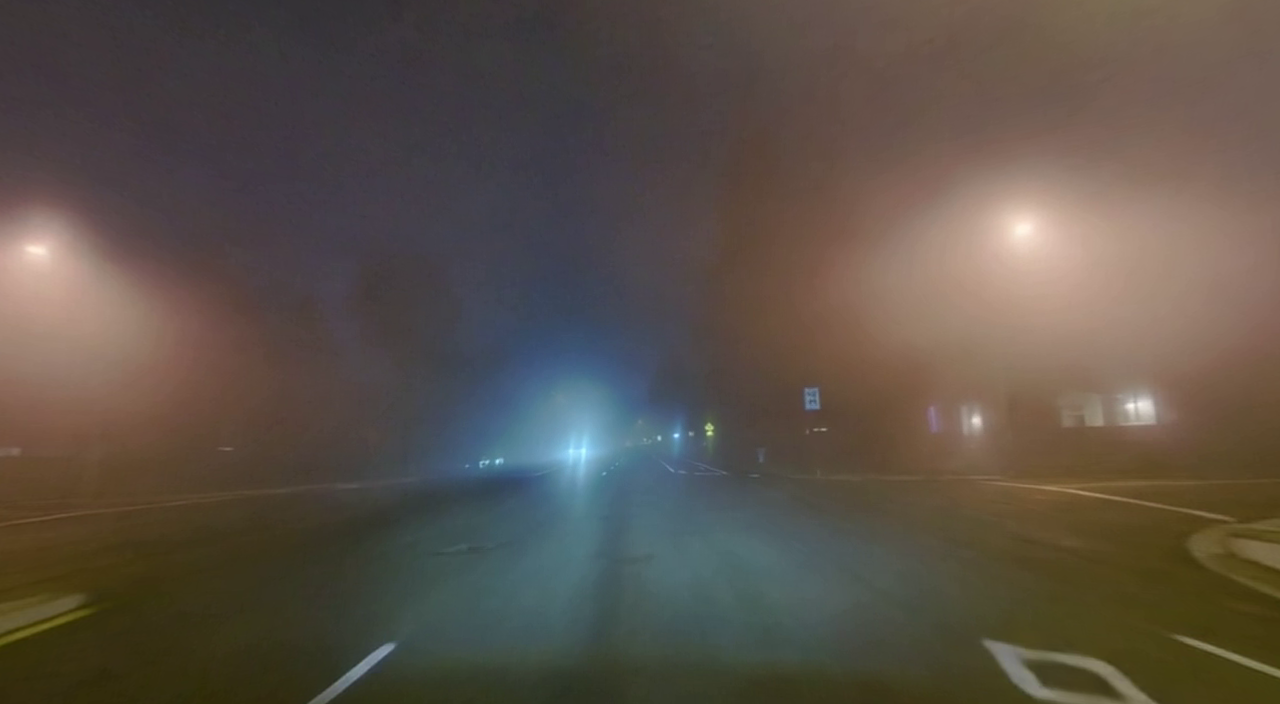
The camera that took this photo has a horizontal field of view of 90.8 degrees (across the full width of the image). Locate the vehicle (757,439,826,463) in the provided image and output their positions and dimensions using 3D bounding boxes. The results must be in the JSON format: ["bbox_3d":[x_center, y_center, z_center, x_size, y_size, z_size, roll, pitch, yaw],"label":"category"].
[{"bbox_3d":[11.702,7.714,49.071,4.782,1.494,1.963,-4,-9,0],"label":"vehicle"}]
